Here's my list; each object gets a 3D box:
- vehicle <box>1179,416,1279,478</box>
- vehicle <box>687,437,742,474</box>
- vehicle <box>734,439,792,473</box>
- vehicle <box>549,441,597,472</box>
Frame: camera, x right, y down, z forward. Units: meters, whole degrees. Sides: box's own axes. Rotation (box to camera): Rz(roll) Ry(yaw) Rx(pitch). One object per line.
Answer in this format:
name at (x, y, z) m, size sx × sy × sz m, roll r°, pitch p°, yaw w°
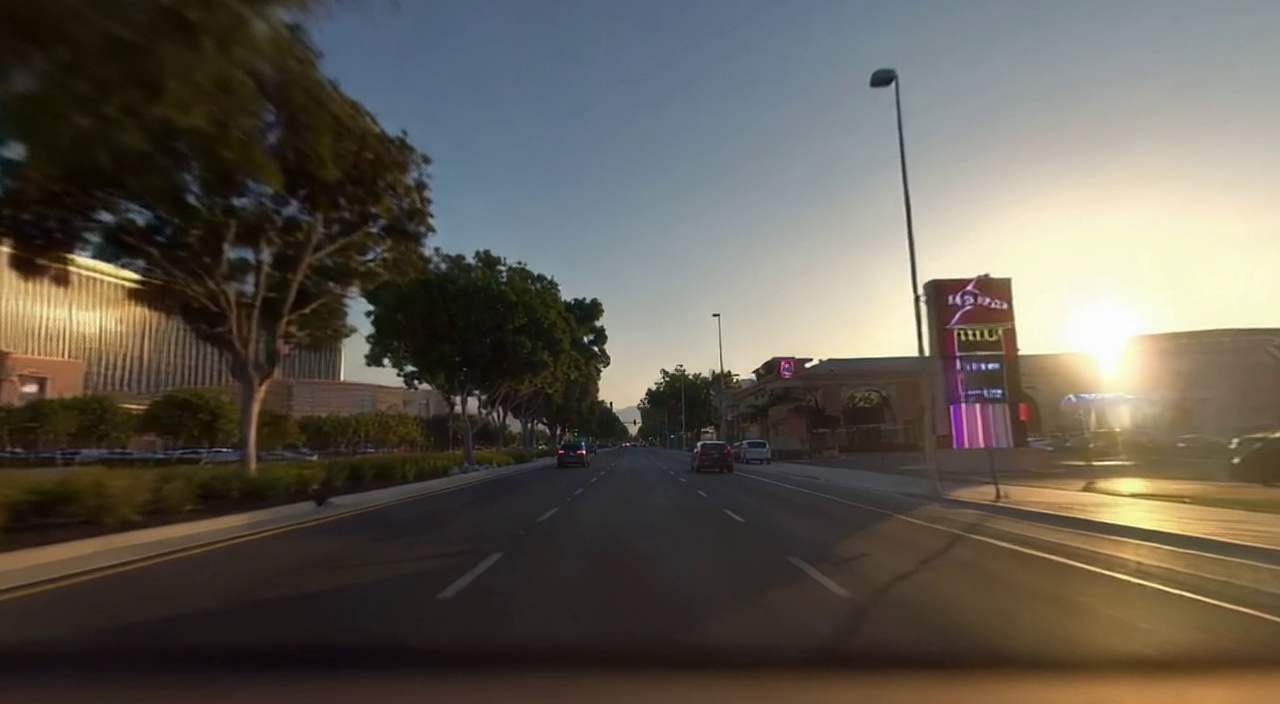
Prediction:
vehicle at (17.386, 2.454, 16.345) m, size 2.136 × 1.567 × 4.816 m, roll 0°, pitch -10°, yaw -7°
vehicle at (3.681, 5.188, 31.829) m, size 2.083 × 1.743 × 4.354 m, roll 0°, pitch -8°, yaw -3°
vehicle at (6.745, 5.734, 34.957) m, size 2.182 × 1.744 × 4.600 m, roll 0°, pitch -8°, yaw -1°
vehicle at (-3.339, 5.277, 32.035) m, size 2.005 × 1.477 × 4.169 m, roll 0°, pitch -8°, yaw 0°
